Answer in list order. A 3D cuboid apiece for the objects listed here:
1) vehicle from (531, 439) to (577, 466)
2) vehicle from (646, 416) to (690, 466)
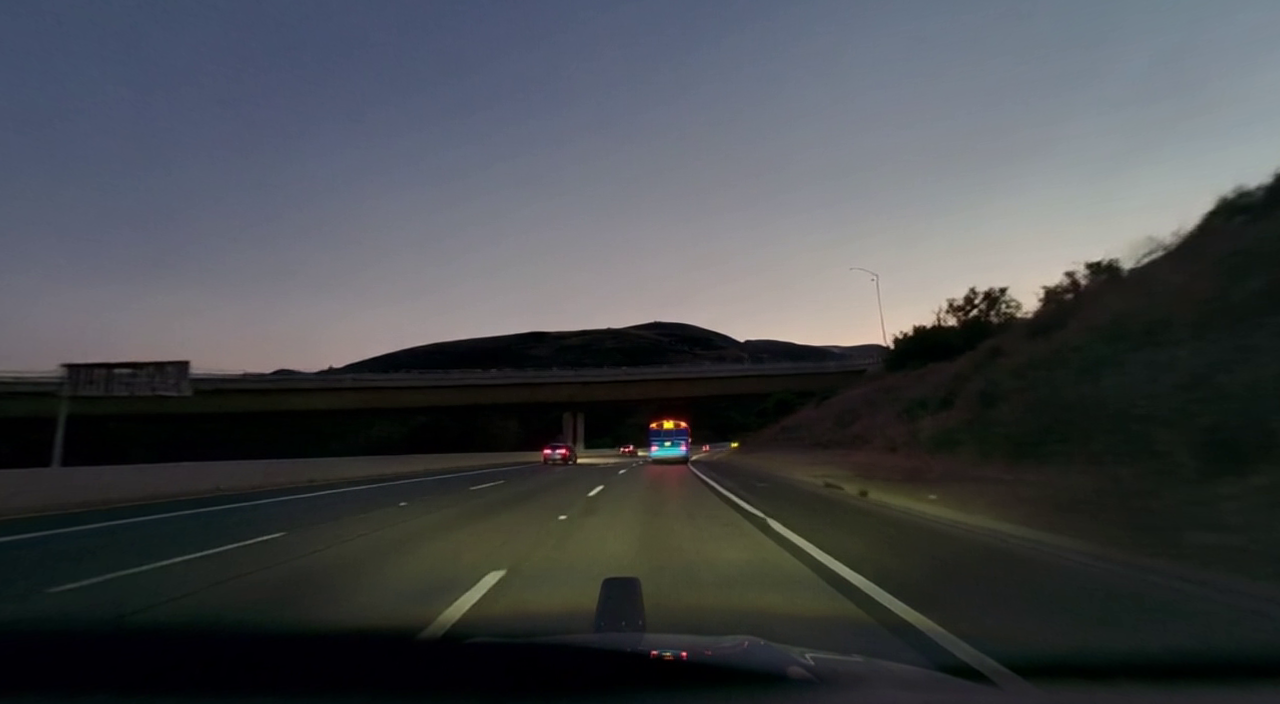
[{"bbox_3d":[-5.755,6.819,43.000,2.172,1.689,4.625,-1,-8,4],"label":"vehicle"},{"bbox_3d":[2.268,6.723,47.582,2.945,3.295,10.406,-1,-8,4],"label":"vehicle"}]
